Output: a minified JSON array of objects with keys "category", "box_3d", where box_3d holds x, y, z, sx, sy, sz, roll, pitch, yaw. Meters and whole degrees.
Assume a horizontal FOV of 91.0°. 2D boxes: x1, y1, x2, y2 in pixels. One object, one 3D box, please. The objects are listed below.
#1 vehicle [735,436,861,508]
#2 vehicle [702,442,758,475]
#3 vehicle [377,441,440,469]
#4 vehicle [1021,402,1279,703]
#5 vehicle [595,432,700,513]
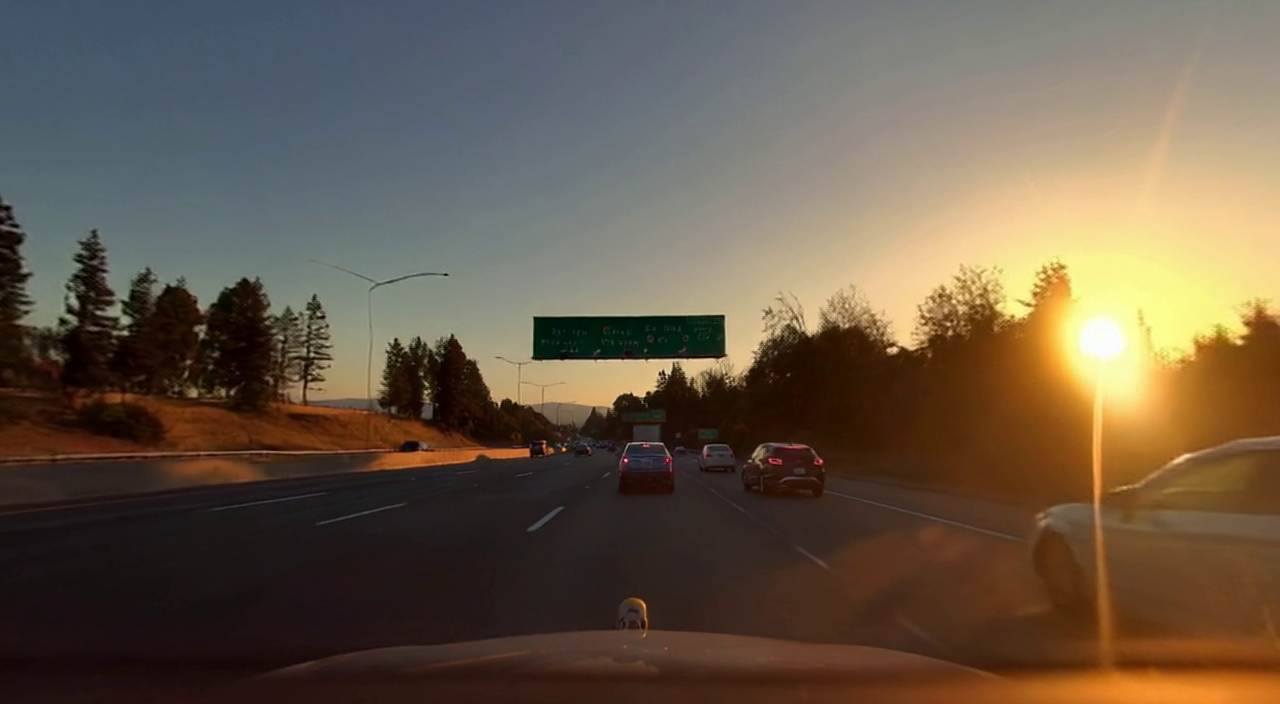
[{"category":"vehicle","box_3d":[3.709,2.888,15.577,2.044,1.523,3.947,0,-9,-1]},{"category":"vehicle","box_3d":[4.296,5.170,30.818,2.002,1.499,4.710,0,-9,-1]},{"category":"vehicle","box_3d":[-14.334,6.406,39.341,2.055,1.613,4.955,0,-9,0]},{"category":"vehicle","box_3d":[3.663,0.895,2.152,1.979,1.504,4.377,0,-9,0]},{"category":"vehicle","box_3d":[0.161,2.647,14.262,2.044,1.554,3.824,0,-9,0]}]
